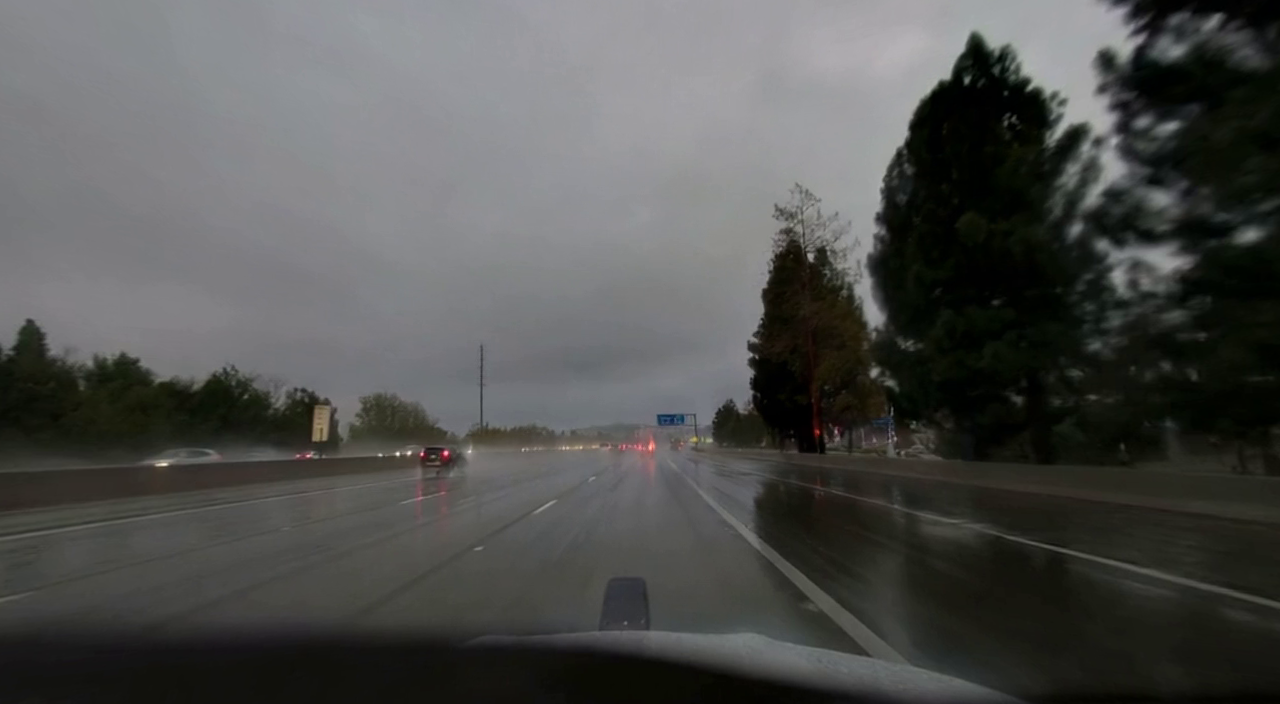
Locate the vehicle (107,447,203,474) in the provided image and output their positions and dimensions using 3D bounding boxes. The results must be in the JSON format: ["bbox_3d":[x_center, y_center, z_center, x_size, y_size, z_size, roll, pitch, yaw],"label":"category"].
[{"bbox_3d":[-30.289,6.756,39.609,1.863,1.551,5.152,0,-9,0],"label":"vehicle"}]

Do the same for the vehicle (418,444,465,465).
[{"bbox_3d":[-14.301,7.418,45.616,1.818,1.377,4.419,-1,-8,2],"label":"vehicle"}]
